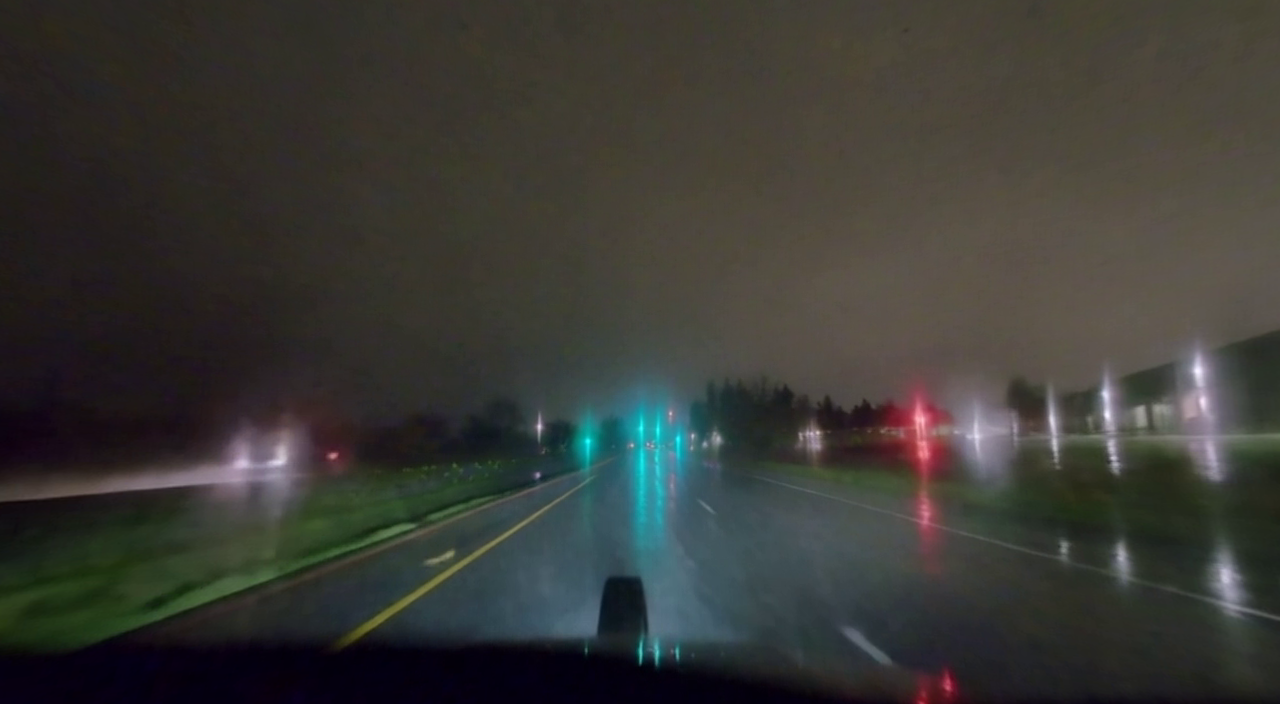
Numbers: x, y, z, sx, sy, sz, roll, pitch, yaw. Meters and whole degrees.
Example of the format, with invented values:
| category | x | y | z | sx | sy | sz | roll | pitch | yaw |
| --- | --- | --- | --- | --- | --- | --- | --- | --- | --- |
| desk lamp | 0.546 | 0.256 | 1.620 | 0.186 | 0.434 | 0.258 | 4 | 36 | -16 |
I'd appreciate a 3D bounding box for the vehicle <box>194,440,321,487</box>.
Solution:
| category | x | y | z | sx | sy | sz | roll | pitch | yaw |
| --- | --- | --- | --- | --- | --- | --- | --- | --- | --- |
| vehicle | -17.924 | 5.231 | 30.032 | 2.302 | 1.986 | 5.772 | -1 | -9 | 1 |
